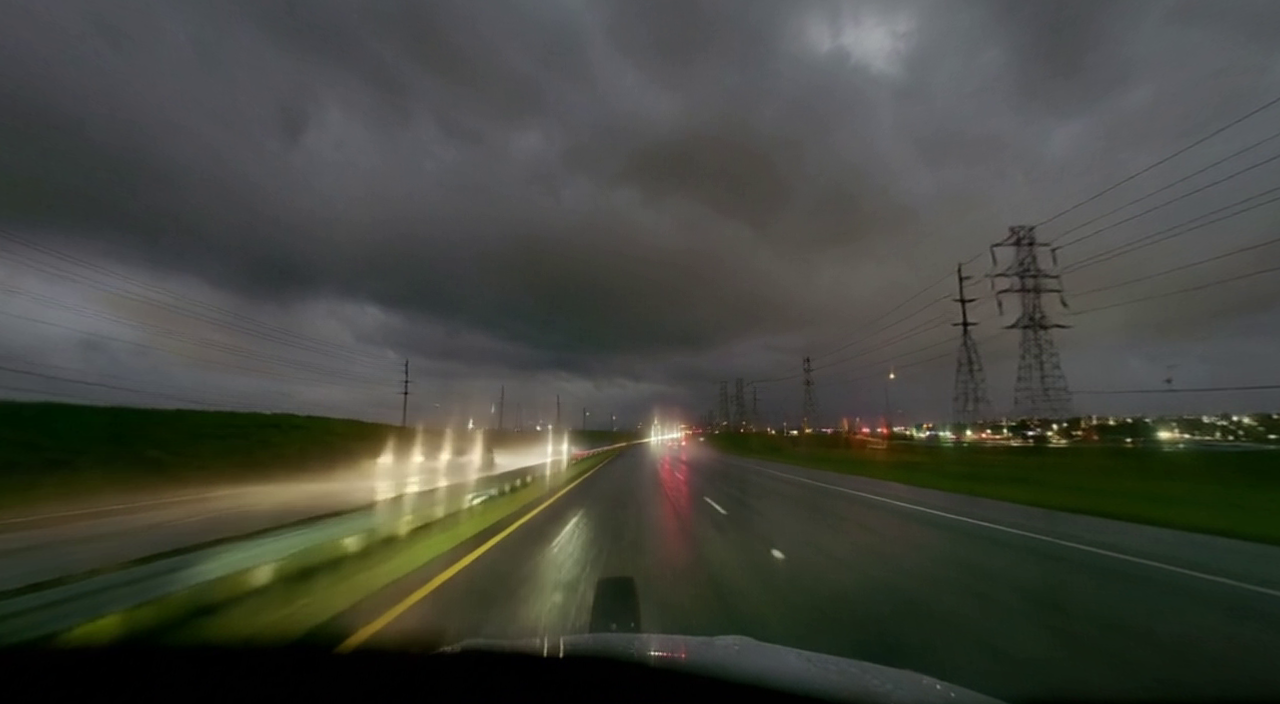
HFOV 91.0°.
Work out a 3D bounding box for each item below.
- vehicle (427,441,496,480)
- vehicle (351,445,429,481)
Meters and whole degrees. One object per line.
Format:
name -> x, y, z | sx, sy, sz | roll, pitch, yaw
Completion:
vehicle -> -7.846, 4.783, 28.136 | 1.863, 1.592, 4.379 | 0, -8, -1
vehicle -> -11.036, 4.897, 28.111 | 1.912, 1.468, 4.018 | 0, -8, -1
